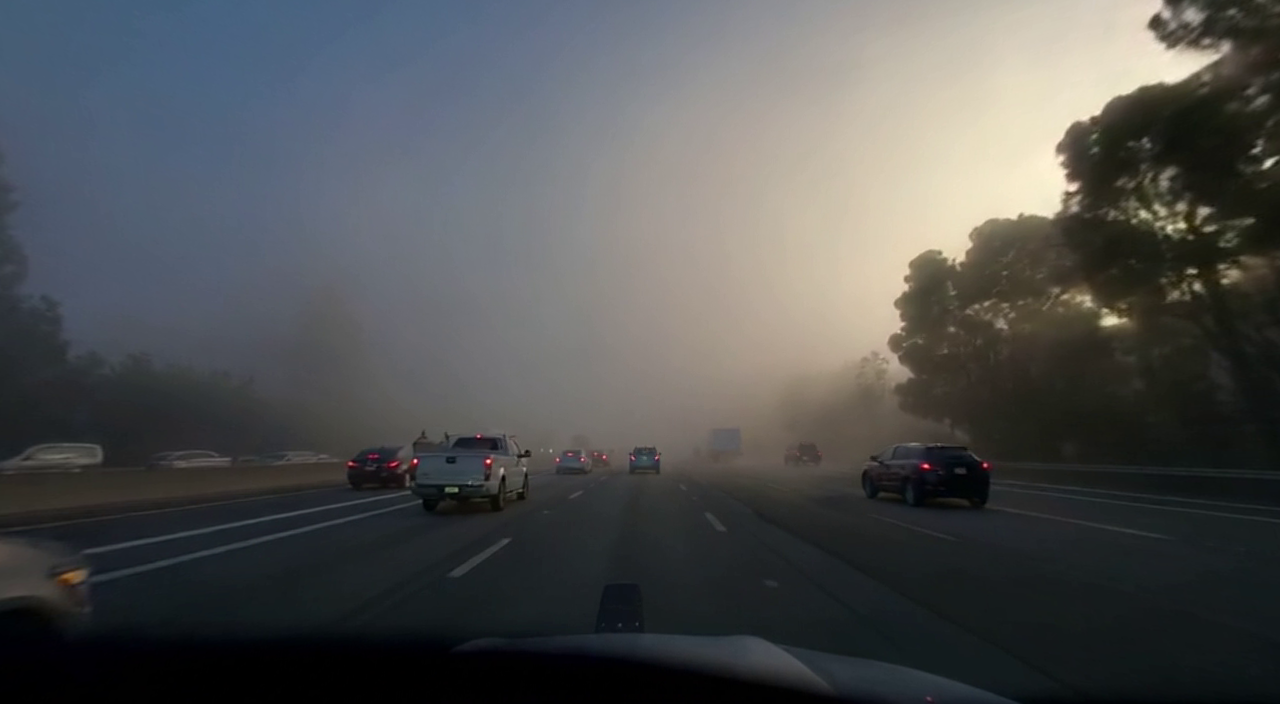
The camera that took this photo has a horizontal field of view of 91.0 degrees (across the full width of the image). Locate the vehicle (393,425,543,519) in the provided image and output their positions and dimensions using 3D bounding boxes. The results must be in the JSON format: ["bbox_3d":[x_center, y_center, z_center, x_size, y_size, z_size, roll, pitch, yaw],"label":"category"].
[{"bbox_3d":[-3.555,2.586,14.030,2.012,1.734,4.510,0,-9,1],"label":"vehicle"}]

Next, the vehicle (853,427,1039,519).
[{"bbox_3d":[6.614,2.659,14.302,1.992,1.745,4.329,0,-9,0],"label":"vehicle"}]

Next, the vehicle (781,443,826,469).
[{"bbox_3d":[11.233,7.204,43.604,1.988,1.676,4.262,0,-9,1],"label":"vehicle"}]

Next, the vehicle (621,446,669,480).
[{"bbox_3d":[0.232,5.009,28.660,2.053,1.461,3.941,0,-9,1],"label":"vehicle"}]

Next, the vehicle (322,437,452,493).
[{"bbox_3d":[-8.914,4.039,22.911,2.322,1.743,5.624,0,-9,1],"label":"vehicle"}]

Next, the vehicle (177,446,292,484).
[{"bbox_3d":[-17.949,4.987,28.161,1.728,1.537,4.734,-1,-9,4],"label":"vehicle"}]

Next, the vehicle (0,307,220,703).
[{"bbox_3d":[-3.472,0.555,1.022,2.234,1.809,4.768,0,-9,0],"label":"vehicle"}]

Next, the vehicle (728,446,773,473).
[{"bbox_3d":[6.446,6.295,37.128,1.895,1.488,4.254,0,-9,0],"label":"vehicle"}]

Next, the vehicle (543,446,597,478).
[{"bbox_3d":[-3.329,5.330,30.708,2.025,1.449,4.190,0,-9,1],"label":"vehicle"}]
